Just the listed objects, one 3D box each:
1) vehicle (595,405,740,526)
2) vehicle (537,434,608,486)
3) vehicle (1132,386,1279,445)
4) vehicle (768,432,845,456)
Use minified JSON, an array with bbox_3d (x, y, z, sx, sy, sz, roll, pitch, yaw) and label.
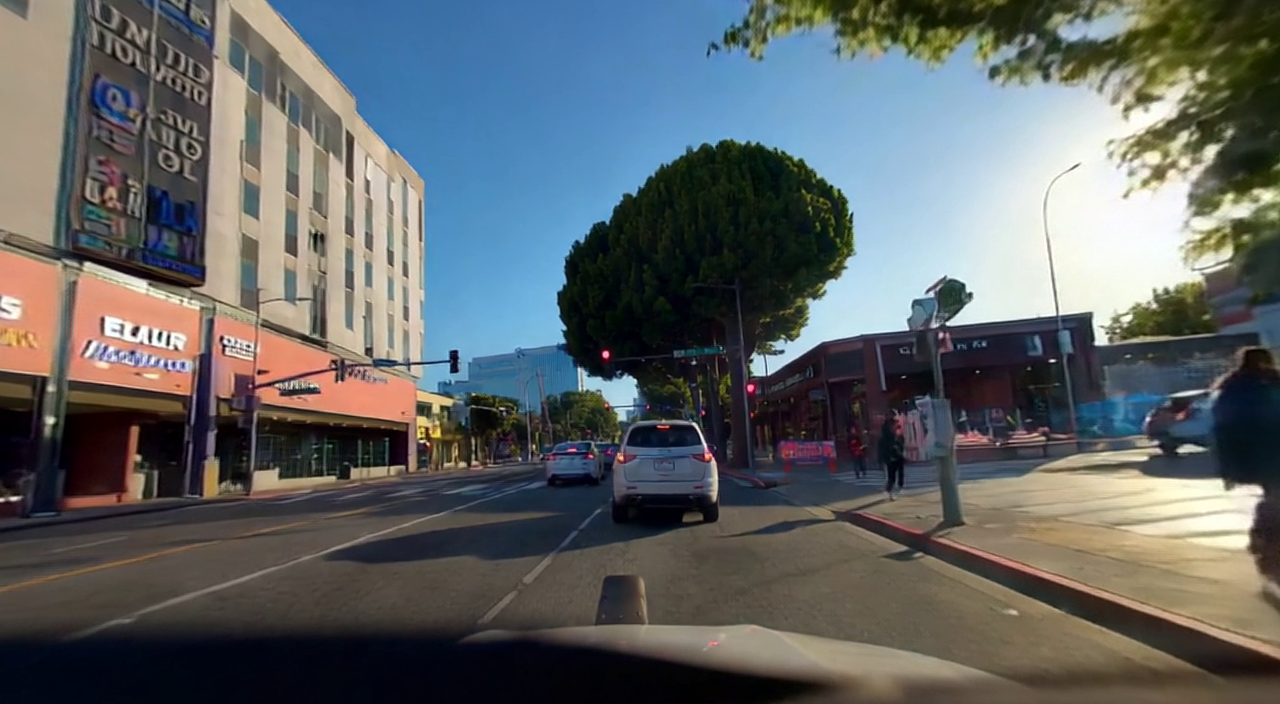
[{"bbox_3d":[0.501,2.204,12.783,2.352,1.953,4.796,0,-8,1],"label":"vehicle"},{"bbox_3d":[-2.372,3.925,23.279,2.023,1.702,4.152,0,-8,2],"label":"vehicle"},{"bbox_3d":[17.125,1.837,17.978,4.474,1.583,1.970,0,-8,3],"label":"vehicle"},{"bbox_3d":[10.568,5.912,40.423,4.426,1.490,1.862,0,-8,3],"label":"vehicle"}]
